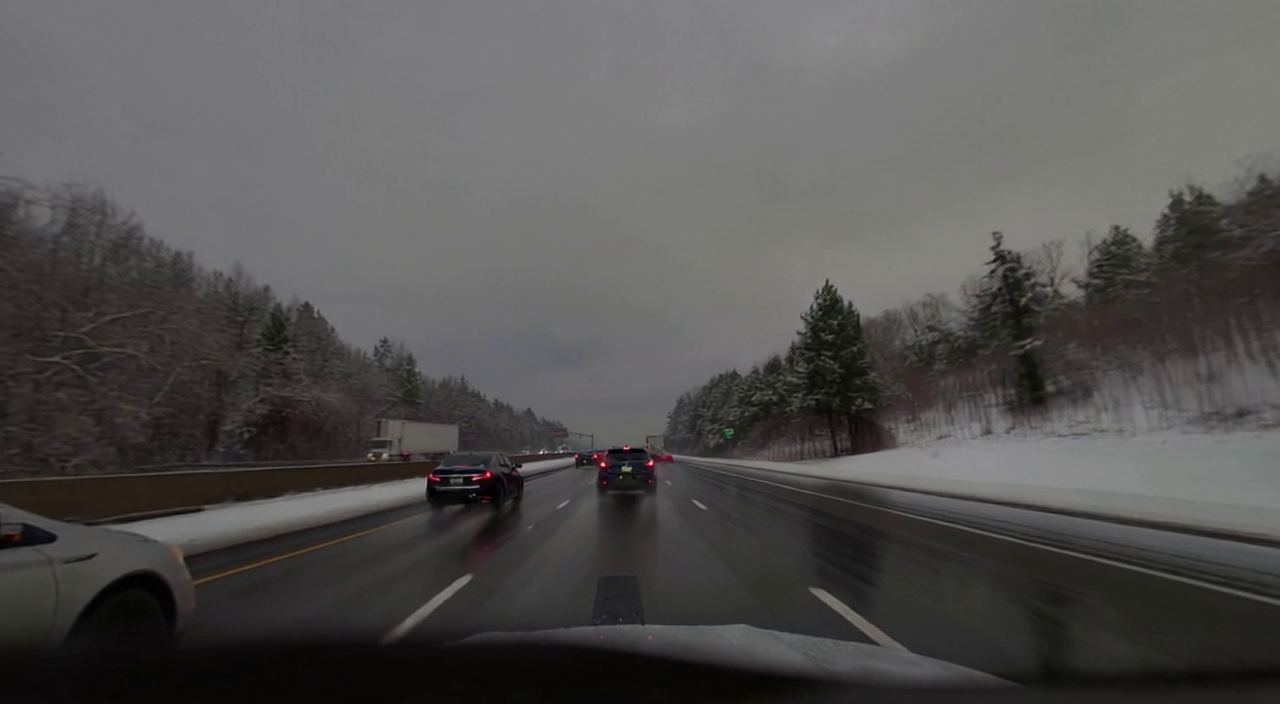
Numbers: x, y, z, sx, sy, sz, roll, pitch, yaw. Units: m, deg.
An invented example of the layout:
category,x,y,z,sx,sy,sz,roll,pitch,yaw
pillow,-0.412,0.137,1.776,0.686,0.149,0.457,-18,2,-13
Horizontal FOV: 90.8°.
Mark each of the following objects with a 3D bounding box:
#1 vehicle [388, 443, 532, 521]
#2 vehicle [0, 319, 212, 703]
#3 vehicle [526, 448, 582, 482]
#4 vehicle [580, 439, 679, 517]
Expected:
category,x,y,z,sx,sy,sz,roll,pitch,yaw
vehicle,-3.871,2.877,14.491,1.988,1.501,4.438,0,-9,0
vehicle,-3.961,0.618,1.559,2.243,1.889,4.949,0,-9,1
vehicle,-4.060,5.403,30.464,1.999,1.484,4.269,0,-9,1
vehicle,-0.235,2.834,14.569,1.996,1.574,3.426,0,-9,-1
